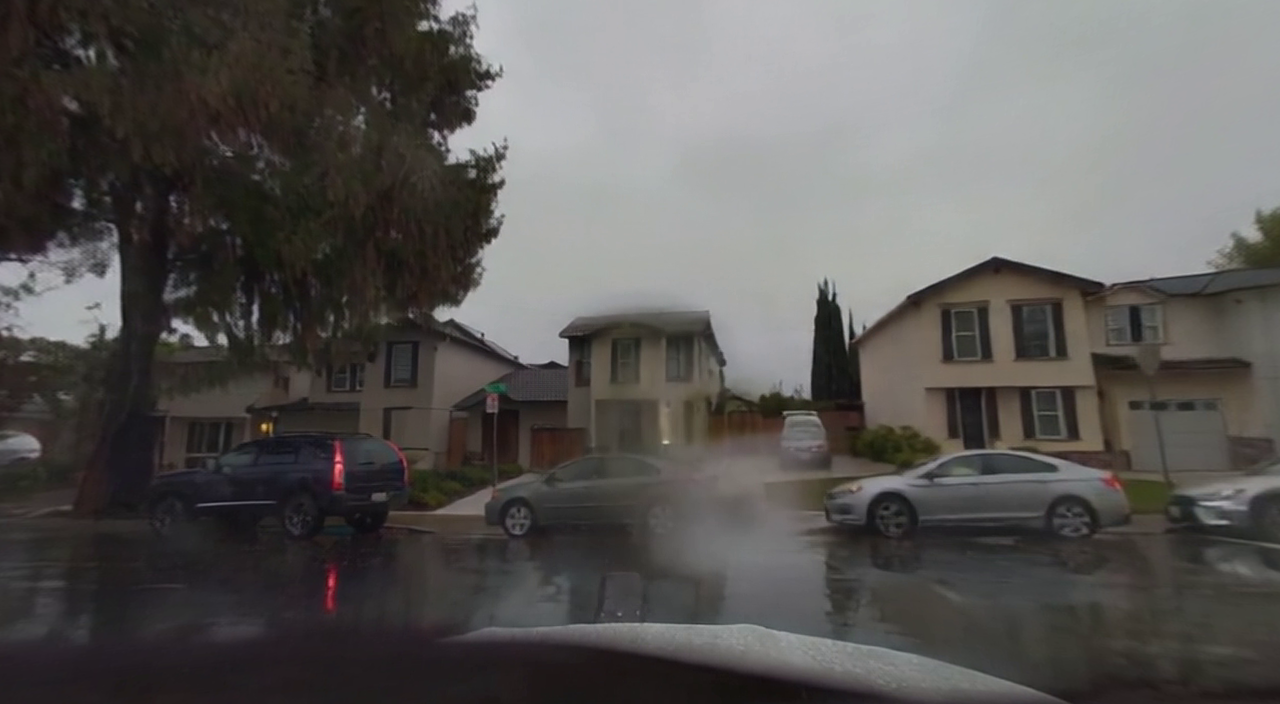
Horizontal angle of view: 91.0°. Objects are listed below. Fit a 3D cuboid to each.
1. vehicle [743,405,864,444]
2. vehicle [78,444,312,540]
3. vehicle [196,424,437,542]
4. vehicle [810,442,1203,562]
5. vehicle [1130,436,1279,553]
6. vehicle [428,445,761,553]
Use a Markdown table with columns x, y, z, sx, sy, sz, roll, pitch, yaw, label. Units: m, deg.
| x | y | z | sx | sy | sz | roll | pitch | yaw | label |
| --- | --- | --- | --- | --- | --- | --- | --- | --- | --- |
| 6.579 | 2.972 | 25.795 | 4.565 | 1.479 | 1.775 | 0 | -8 | 7 | vehicle |
| -9.120 | 2.823 | 13.429 | 1.827 | 1.648 | 4.030 | -1 | -8 | 4 | vehicle |
| -6.299 | 2.542 | 13.079 | 2.046 | 1.969 | 4.585 | -2 | -8 | 9 | vehicle |
| 5.051 | 2.110 | 9.387 | 4.663 | 1.452 | 1.801 | 0 | -8 | 9 | vehicle |
| 10.173 | 1.987 | 8.923 | 4.785 | 1.471 | 1.798 | 0 | -8 | 4 | vehicle |
| -0.627 | 2.311 | 10.388 | 5.075 | 1.436 | 1.863 | 0 | -8 | 8 | vehicle |
